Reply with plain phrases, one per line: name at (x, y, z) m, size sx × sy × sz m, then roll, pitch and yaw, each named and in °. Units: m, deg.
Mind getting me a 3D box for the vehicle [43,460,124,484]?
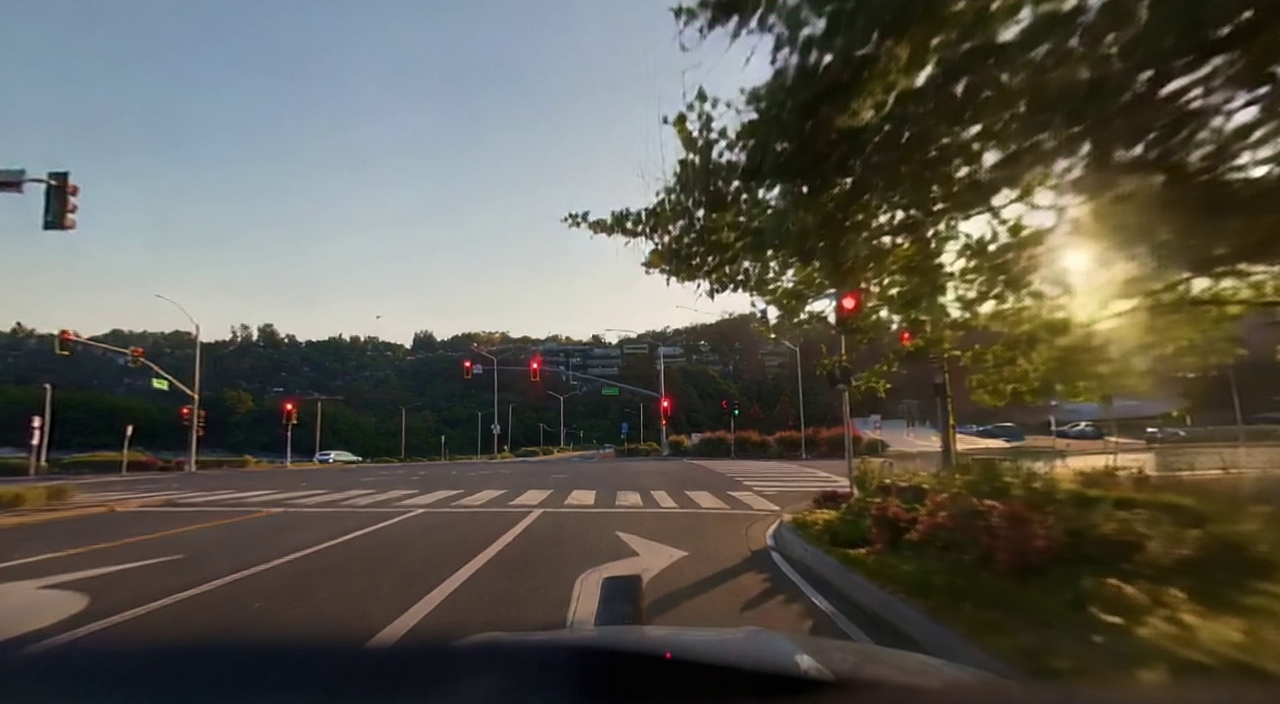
vehicle at (-36.860, 7.953, 41.768) m, size 3.748 × 1.389 × 1.656 m, roll -1°, pitch -7°, yaw -1°
